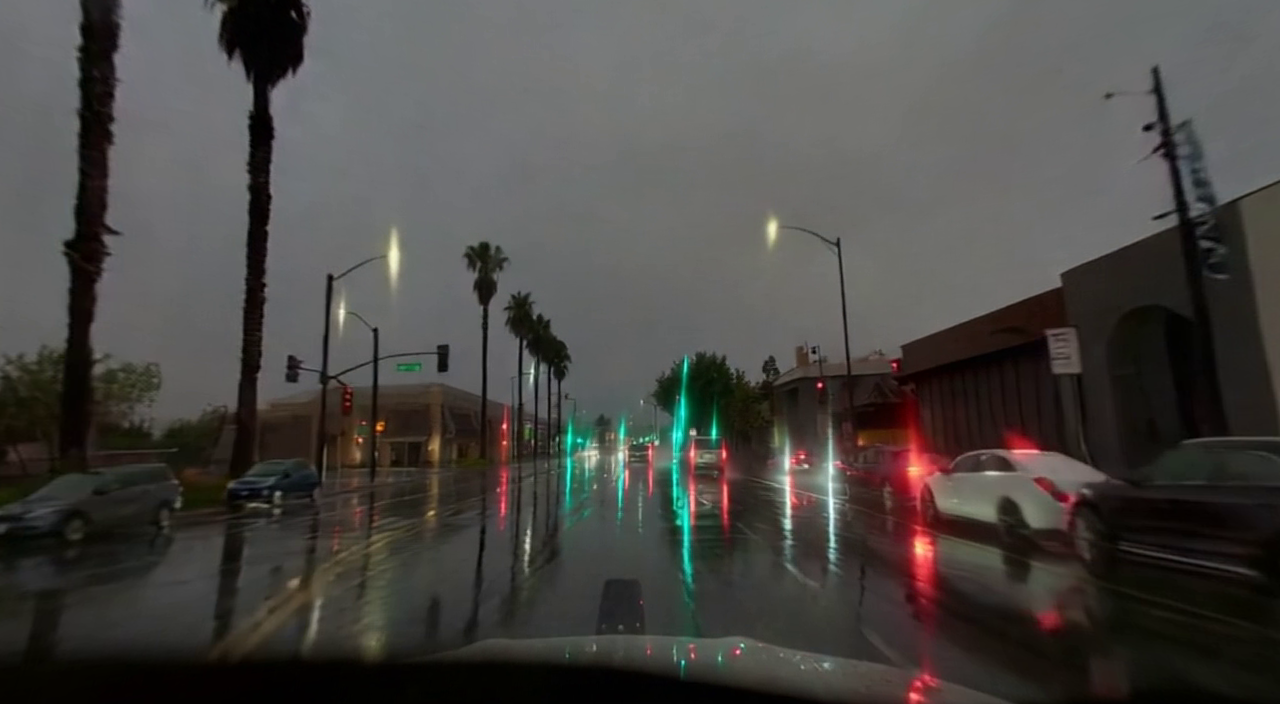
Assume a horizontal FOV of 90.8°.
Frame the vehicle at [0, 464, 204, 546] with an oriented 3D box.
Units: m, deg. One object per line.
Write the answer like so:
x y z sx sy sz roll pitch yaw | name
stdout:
-12.450 3.414 14.419 1.978 1.501 4.355 -3 -11 -2 | vehicle

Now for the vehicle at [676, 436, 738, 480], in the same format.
2.731 4.445 26.770 2.003 1.702 4.288 0 -8 -2 | vehicle

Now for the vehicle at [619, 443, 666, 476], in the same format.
0.100 5.083 30.157 2.088 1.452 3.993 0 -8 -1 | vehicle

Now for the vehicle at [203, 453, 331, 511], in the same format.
-12.672 4.482 21.818 1.949 1.682 4.094 -3 -11 -1 | vehicle

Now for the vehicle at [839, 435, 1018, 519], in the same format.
6.417 2.809 14.744 2.157 1.640 4.228 0 -8 0 | vehicle

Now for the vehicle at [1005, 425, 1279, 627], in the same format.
6.300 1.603 6.412 2.174 1.643 4.860 0 -8 -2 | vehicle
